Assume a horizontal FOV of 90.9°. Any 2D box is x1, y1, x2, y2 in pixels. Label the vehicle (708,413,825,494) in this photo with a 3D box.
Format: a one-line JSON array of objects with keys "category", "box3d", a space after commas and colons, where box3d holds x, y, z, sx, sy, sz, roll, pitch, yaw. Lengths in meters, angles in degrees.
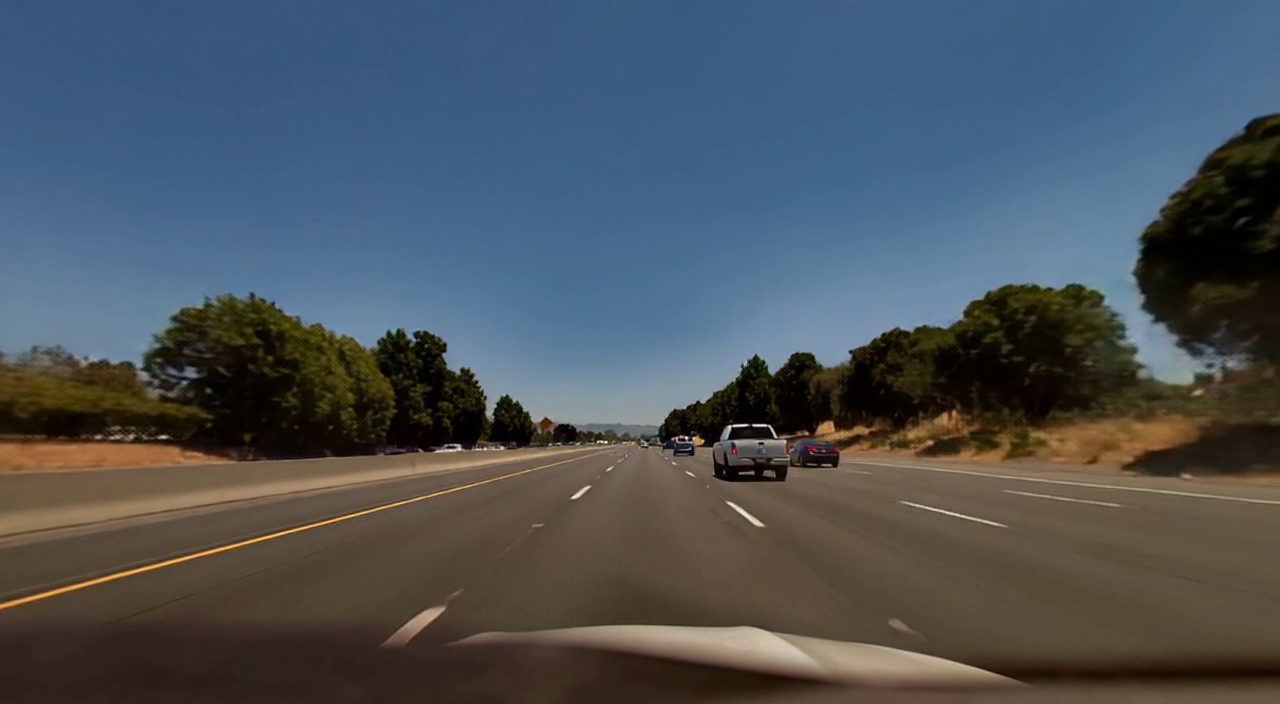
[{"category": "vehicle", "box3d": [3.417, 2.903, 18.359, 2.218, 1.964, 5.662, 0, -8, 0]}]
